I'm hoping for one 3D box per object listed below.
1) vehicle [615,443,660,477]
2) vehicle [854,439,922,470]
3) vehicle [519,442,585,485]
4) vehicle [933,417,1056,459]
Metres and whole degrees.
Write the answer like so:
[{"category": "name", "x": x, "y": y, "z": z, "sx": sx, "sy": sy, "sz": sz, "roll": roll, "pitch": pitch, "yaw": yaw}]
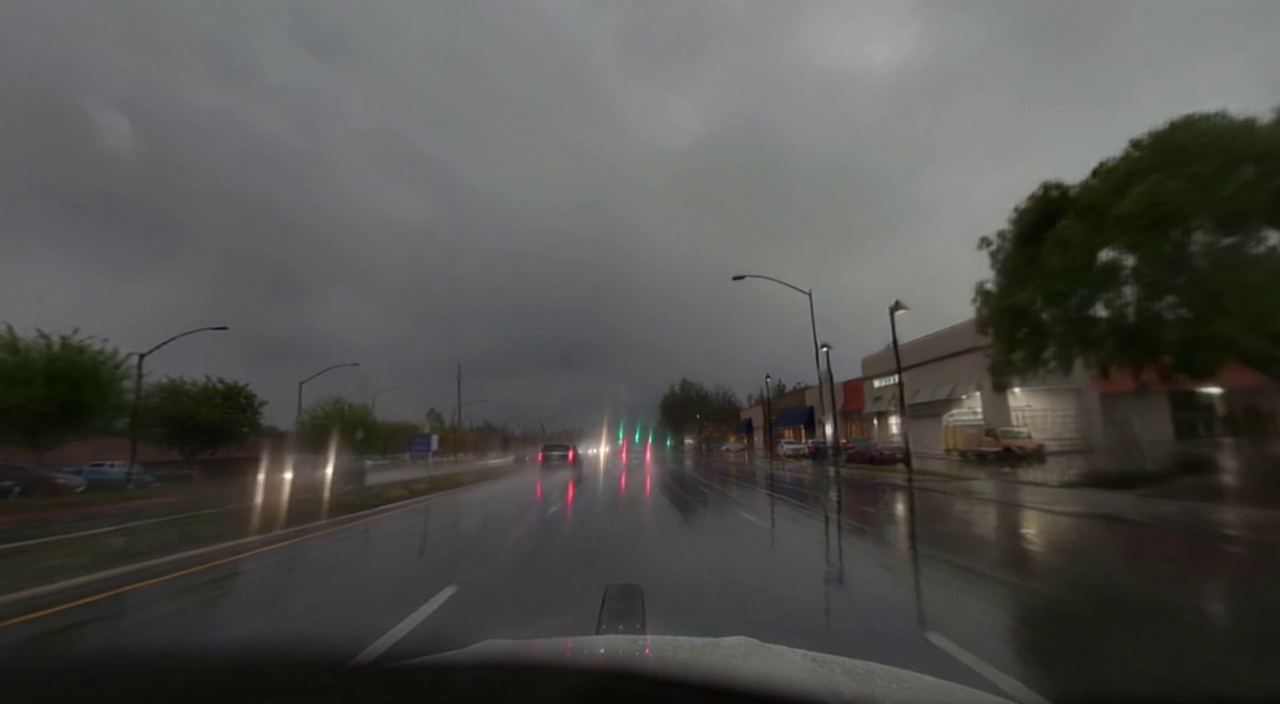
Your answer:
[{"category": "vehicle", "x": -0.124, "y": 5.115, "z": 30.024, "sx": 2.019, "sy": 1.459, "sz": 4.005, "roll": 0, "pitch": -9, "yaw": 0}, {"category": "vehicle", "x": 13.264, "y": 5.505, "z": 33.992, "sx": 1.914, "sy": 1.523, "sz": 4.747, "roll": 0, "pitch": -9, "yaw": 2}, {"category": "vehicle", "x": -3.325, "y": 4.322, "z": 24.669, "sx": 1.939, "sy": 1.496, "sz": 4.309, "roll": 0, "pitch": -9, "yaw": 0}, {"category": "vehicle", "x": 19.902, "y": 4.917, "z": 35.648, "sx": 5.511, "sy": 2.262, "sz": 2.351, "roll": -2, "pitch": -9, "yaw": 14}]
